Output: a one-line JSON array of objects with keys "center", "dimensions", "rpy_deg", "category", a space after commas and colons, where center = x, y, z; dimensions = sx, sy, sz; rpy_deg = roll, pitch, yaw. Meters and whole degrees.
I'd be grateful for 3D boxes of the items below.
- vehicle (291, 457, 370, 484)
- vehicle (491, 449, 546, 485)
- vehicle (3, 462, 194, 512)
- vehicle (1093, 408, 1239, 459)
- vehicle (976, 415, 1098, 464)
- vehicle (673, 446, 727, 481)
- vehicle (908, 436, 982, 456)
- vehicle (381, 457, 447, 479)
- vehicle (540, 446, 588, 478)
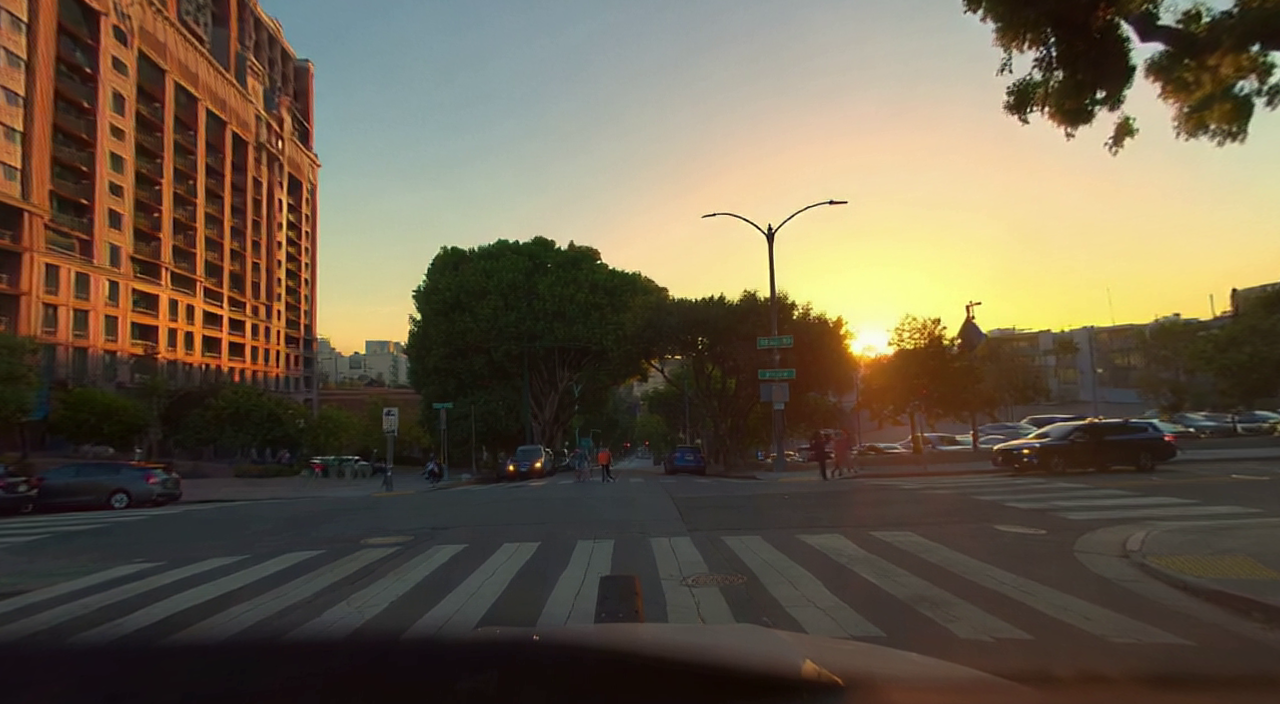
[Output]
[{"center": [-23.208, 8.881, 47.458], "dimensions": [4.844, 1.836, 2.117], "rpy_deg": [-1, -8, 4], "category": "vehicle"}, {"center": [-7.617, 7.249, 40.248], "dimensions": [2.193, 1.814, 5.061], "rpy_deg": [-9, -8, 0], "category": "vehicle"}, {"center": [-17.317, 4.315, 20.369], "dimensions": [4.439, 1.448, 1.793], "rpy_deg": [0, -9, 0], "category": "vehicle"}, {"center": [22.303, 3.531, 27.140], "dimensions": [2.137, 1.962, 4.988], "rpy_deg": [-1, -8, 3], "category": "vehicle"}, {"center": [16.742, 3.789, 26.992], "dimensions": [2.041, 1.921, 4.574], "rpy_deg": [0, -9, -2], "category": "vehicle"}, {"center": [3.307, 5.919, 33.877], "dimensions": [1.942, 1.603, 3.785], "rpy_deg": [1, -8, 20], "category": "vehicle"}, {"center": [23.013, 7.086, 47.767], "dimensions": [4.528, 1.475, 2.070], "rpy_deg": [0, -8, 3], "category": "vehicle"}, {"center": [-16.882, 8.652, 47.360], "dimensions": [4.203, 1.544, 1.889], "rpy_deg": [-1, -8, 2], "category": "vehicle"}, {"center": [-4.459, 6.543, 37.688], "dimensions": [2.102, 1.768, 4.290], "rpy_deg": [-1, -9, 3], "category": "vehicle"}]
